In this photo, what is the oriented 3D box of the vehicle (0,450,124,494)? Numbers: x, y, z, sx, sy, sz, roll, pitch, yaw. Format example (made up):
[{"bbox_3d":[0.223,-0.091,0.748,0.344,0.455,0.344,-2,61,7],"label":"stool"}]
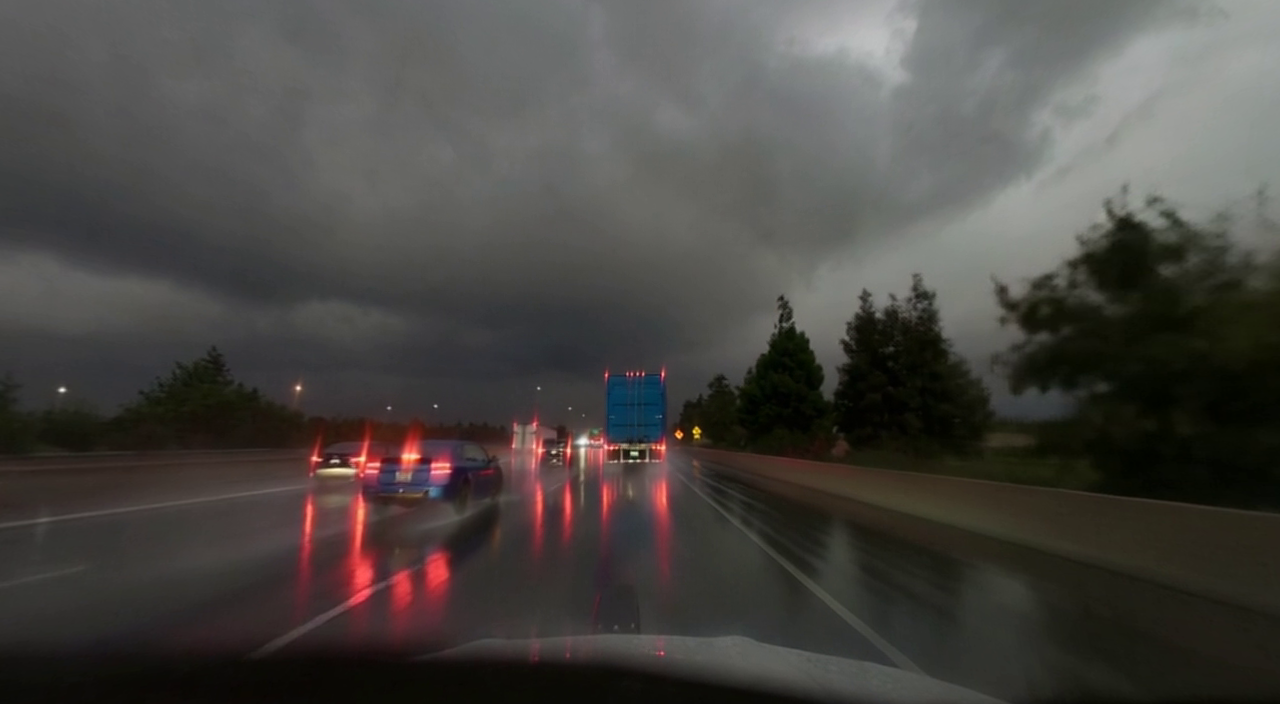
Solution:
[{"bbox_3d":[-21.299,4.356,23.209,1.589,1.417,3.438,0,-8,-1],"label":"vehicle"}]

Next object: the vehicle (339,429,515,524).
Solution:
[{"bbox_3d":[-4.019,2.400,12.732,2.164,1.582,3.979,0,-8,0],"label":"vehicle"}]

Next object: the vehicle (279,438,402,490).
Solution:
[{"bbox_3d":[-9.518,3.572,20.441,1.863,1.474,4.278,0,-8,0],"label":"vehicle"}]

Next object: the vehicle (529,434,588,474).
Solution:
[{"bbox_3d":[-3.682,4.686,29.119,2.158,1.680,4.087,0,-8,1],"label":"vehicle"}]

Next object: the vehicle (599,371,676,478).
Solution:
[{"bbox_3d":[-0.246,3.545,29.604,2.913,4.113,10.724,0,-8,-2],"label":"vehicle"}]
